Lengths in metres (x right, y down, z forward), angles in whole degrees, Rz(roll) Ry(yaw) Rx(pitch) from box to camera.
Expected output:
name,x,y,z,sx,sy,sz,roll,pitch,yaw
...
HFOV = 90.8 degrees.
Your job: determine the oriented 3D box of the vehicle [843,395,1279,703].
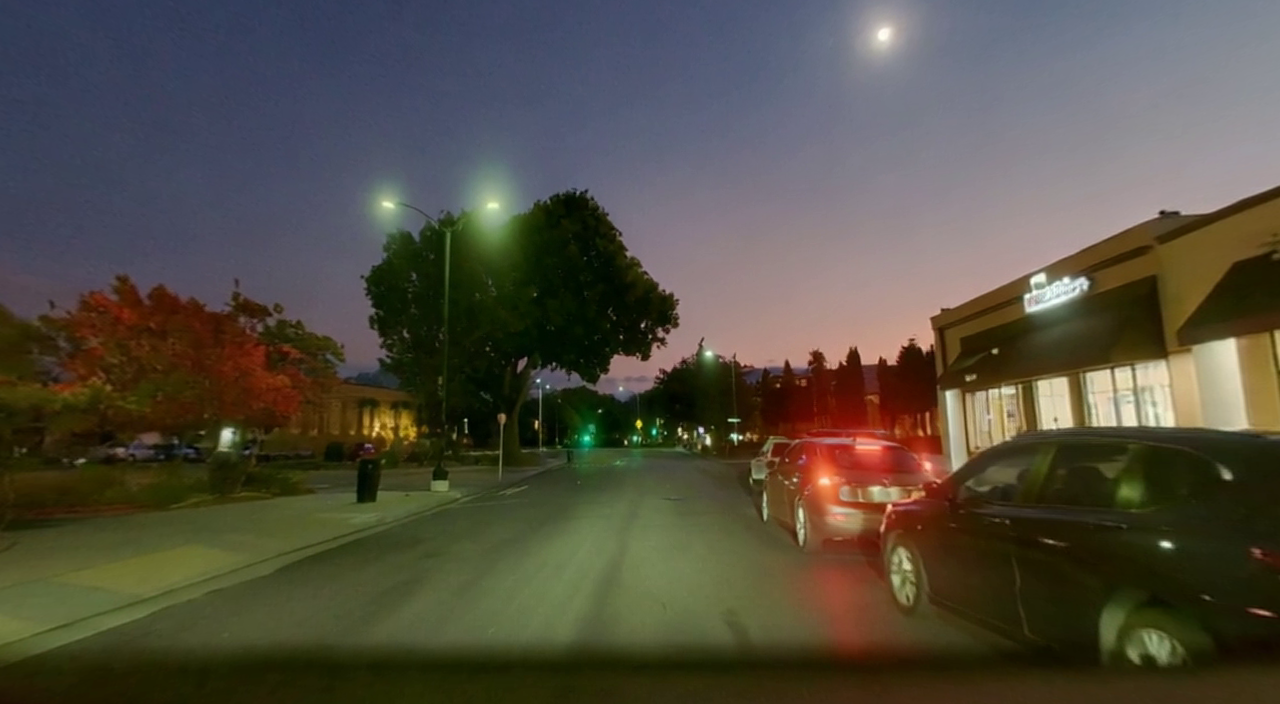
name,x,y,z,sx,sy,sz,roll,pitch,yaw
vehicle,3.068,1.202,4.018,2.064,1.532,4.596,0,-8,1
